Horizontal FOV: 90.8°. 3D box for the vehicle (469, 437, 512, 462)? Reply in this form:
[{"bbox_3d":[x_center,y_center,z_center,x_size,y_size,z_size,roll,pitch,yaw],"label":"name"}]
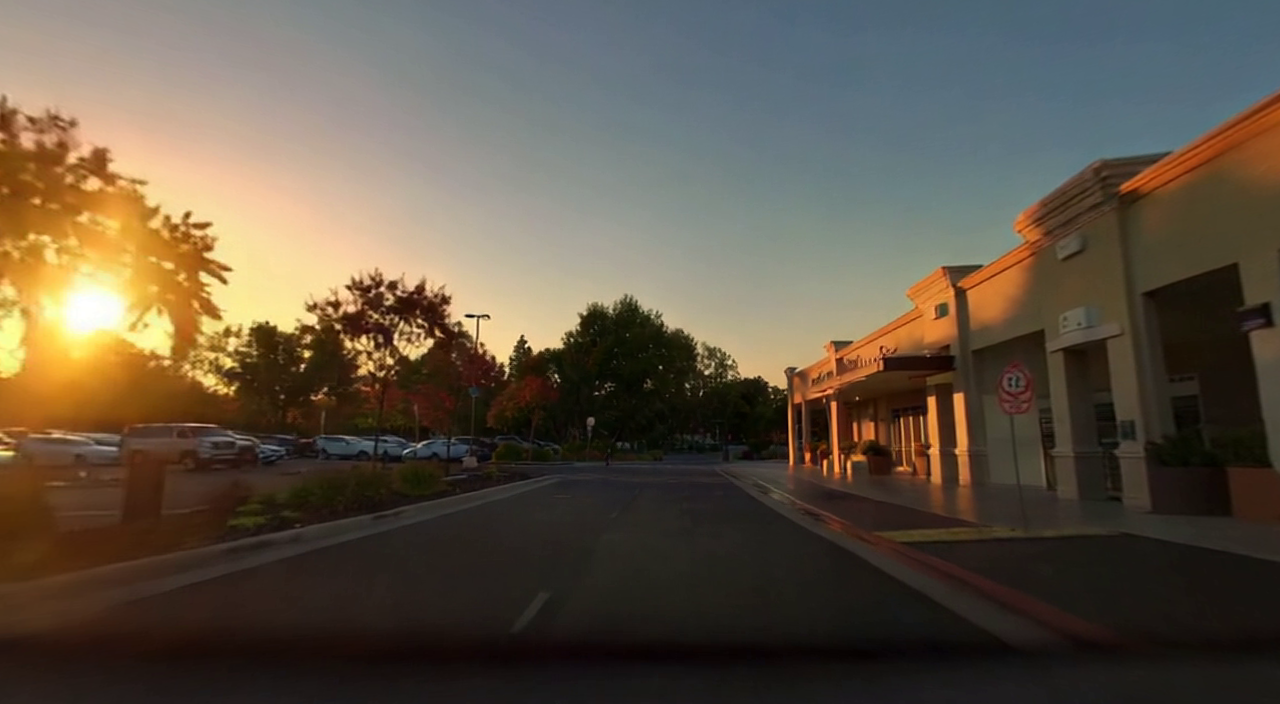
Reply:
[{"bbox_3d":[-10.383,6.804,44.224,1.892,1.597,4.259,0,-8,1],"label":"vehicle"}]

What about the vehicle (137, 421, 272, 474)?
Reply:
[{"bbox_3d":[-17.380,3.858,25.563,1.972,1.923,4.535,0,-8,4],"label":"vehicle"}]

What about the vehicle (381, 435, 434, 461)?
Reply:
[{"bbox_3d":[-16.062,6.669,43.809,1.902,1.645,3.903,0,-9,5],"label":"vehicle"}]

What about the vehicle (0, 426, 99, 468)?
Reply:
[{"bbox_3d":[-25.246,3.887,25.934,1.876,1.591,4.470,0,-8,4],"label":"vehicle"}]

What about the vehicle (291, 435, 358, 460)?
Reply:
[{"bbox_3d":[-21.851,6.634,43.954,1.773,1.498,4.085,2,-8,16],"label":"vehicle"}]

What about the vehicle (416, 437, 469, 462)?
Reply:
[{"bbox_3d":[-13.545,6.698,43.608,1.928,1.613,4.197,-1,-8,6],"label":"vehicle"}]

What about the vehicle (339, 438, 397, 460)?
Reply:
[{"bbox_3d":[-18.846,6.744,43.949,1.909,1.474,3.908,-1,-8,6],"label":"vehicle"}]
